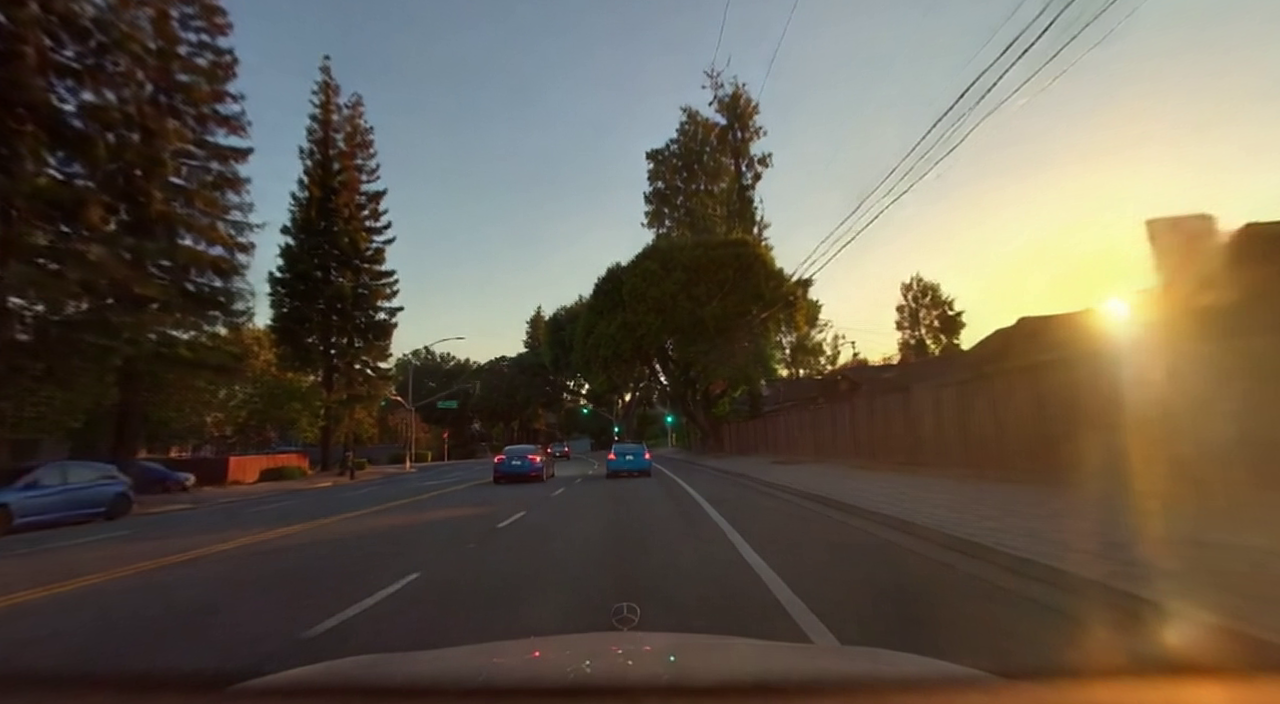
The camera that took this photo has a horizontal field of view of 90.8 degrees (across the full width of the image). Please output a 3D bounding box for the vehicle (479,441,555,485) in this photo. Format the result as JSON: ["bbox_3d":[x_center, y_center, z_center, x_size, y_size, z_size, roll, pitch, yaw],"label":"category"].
[{"bbox_3d":[-4.321,3.944,22.868,1.913,1.425,4.235,0,-8,0],"label":"vehicle"}]

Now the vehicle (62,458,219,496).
[{"bbox_3d":[-21.293,5.320,27.093,4.881,1.488,2.069,0,-8,-3],"label":"vehicle"}]

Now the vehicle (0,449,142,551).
[{"bbox_3d":[-14.565,3.296,14.185,2.094,2.000,5.603,1,-7,1],"label":"vehicle"}]

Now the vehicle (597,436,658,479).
[{"bbox_3d":[-0.504,4.017,24.328,2.168,1.504,4.284,0,-8,-2],"label":"vehicle"}]
